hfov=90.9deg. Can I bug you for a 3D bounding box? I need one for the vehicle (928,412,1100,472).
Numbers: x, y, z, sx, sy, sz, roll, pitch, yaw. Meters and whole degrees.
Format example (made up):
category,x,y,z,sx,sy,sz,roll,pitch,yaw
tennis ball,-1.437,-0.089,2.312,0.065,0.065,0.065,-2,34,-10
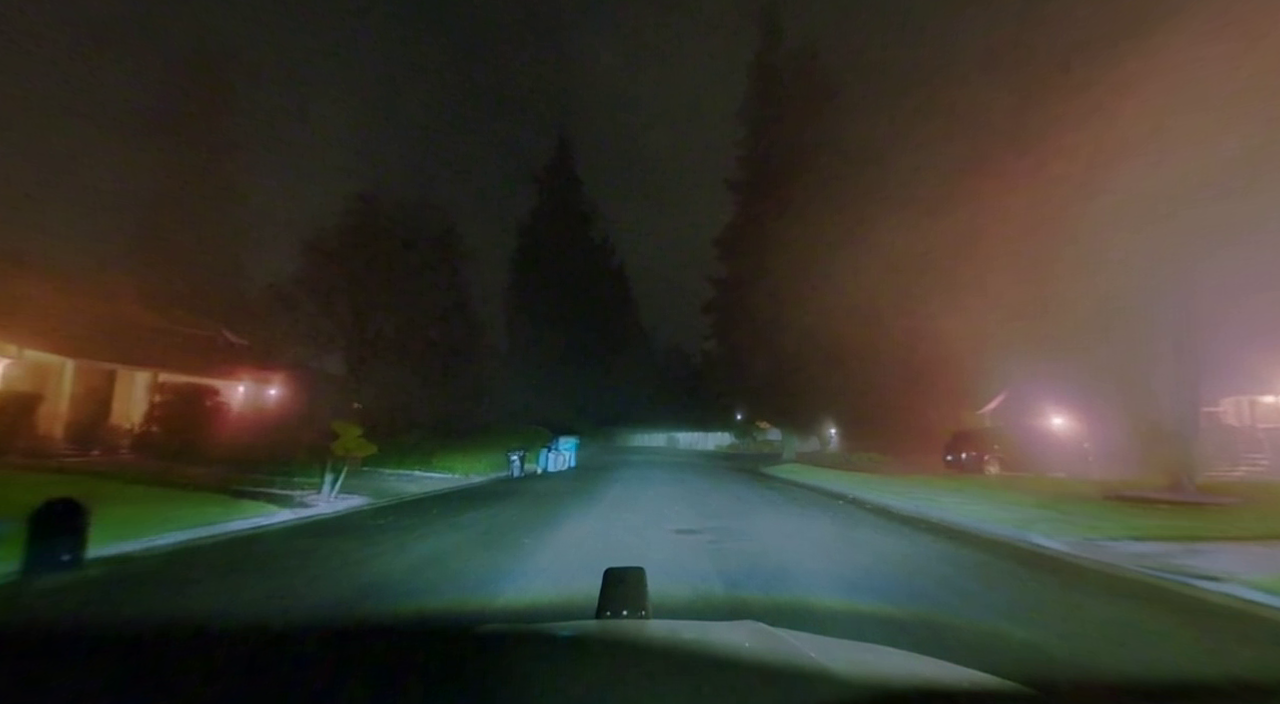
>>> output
category,x,y,z,sx,sy,sz,roll,pitch,yaw
vehicle,12.436,3.031,21.157,4.581,1.853,2.024,2,-8,-7
